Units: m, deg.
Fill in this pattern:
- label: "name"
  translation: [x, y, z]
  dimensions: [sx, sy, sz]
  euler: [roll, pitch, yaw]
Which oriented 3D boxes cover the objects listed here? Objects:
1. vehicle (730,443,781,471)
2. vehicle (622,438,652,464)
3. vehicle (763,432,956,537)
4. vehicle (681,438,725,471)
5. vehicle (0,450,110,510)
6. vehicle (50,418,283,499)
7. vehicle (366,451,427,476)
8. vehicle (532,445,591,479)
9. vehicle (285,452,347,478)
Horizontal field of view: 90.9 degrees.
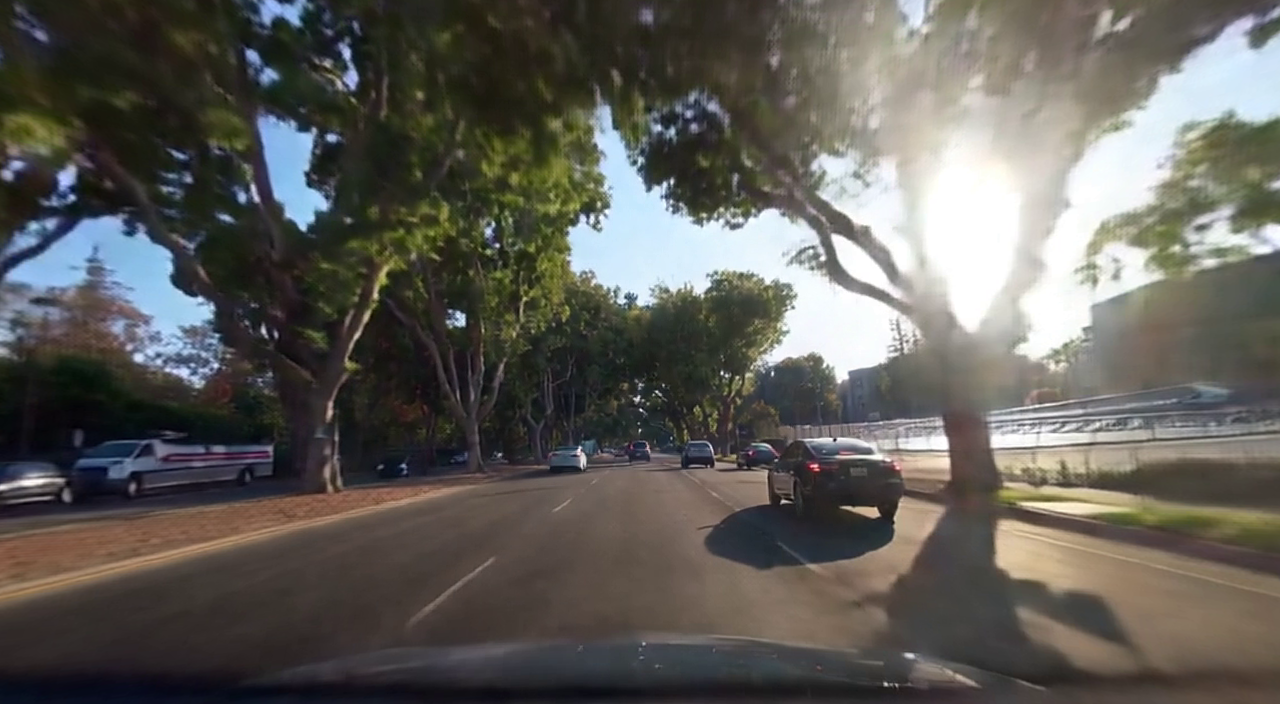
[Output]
- label: "vehicle"
  translation: [6.818, 6.227, 37.661]
  dimensions: [2.040, 1.509, 4.618]
  euler: [0, -8, -2]
- label: "vehicle"
  translation: [-0.277, 7.816, 49.836]
  dimensions: [2.247, 1.882, 4.603]
  euler: [0, -8, -1]
- label: "vehicle"
  translation: [3.613, 2.239, 11.327]
  dimensions: [1.919, 1.502, 4.232]
  euler: [0, -8, 0]
- label: "vehicle"
  translation: [3.449, 5.720, 35.298]
  dimensions: [1.980, 1.709, 4.367]
  euler: [0, -8, -1]
- label: "vehicle"
  translation: [-22.382, 4.554, 22.525]
  dimensions: [2.159, 1.908, 5.564]
  euler: [-2, -8, -1]
- label: "vehicle"
  translation: [-22.487, 5.164, 31.370]
  dimensions: [2.816, 3.267, 11.356]
  euler: [0, -8, 0]
- label: "vehicle"
  translation: [-15.679, 7.167, 40.891]
  dimensions: [2.046, 1.482, 4.697]
  euler: [0, -8, 0]
- label: "vehicle"
  translation: [-3.258, 4.645, 26.922]
  dimensions: [2.013, 1.354, 3.908]
  euler: [0, -8, 0]
- label: "vehicle"
  translation: [-22.718, 7.932, 44.433]
  dimensions: [1.976, 1.697, 4.738]
  euler: [0, -8, -2]
